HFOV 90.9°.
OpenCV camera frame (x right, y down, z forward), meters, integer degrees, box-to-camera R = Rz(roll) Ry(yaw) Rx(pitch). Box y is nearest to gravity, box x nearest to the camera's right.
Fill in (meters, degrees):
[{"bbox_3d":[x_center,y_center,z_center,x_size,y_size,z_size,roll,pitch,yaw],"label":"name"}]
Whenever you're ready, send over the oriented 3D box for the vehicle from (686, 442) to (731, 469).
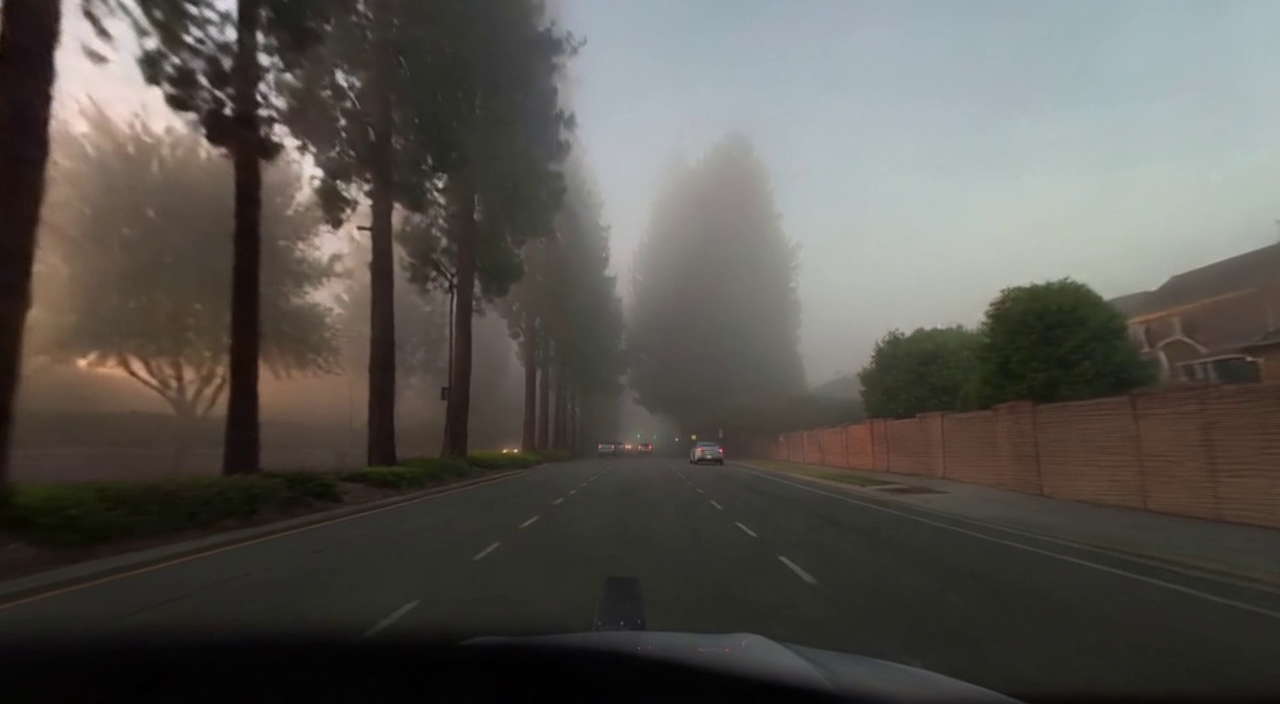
[{"bbox_3d":[4.139,6.337,38.844,2.237,1.578,4.621,0,-8,-1],"label":"vehicle"}]
